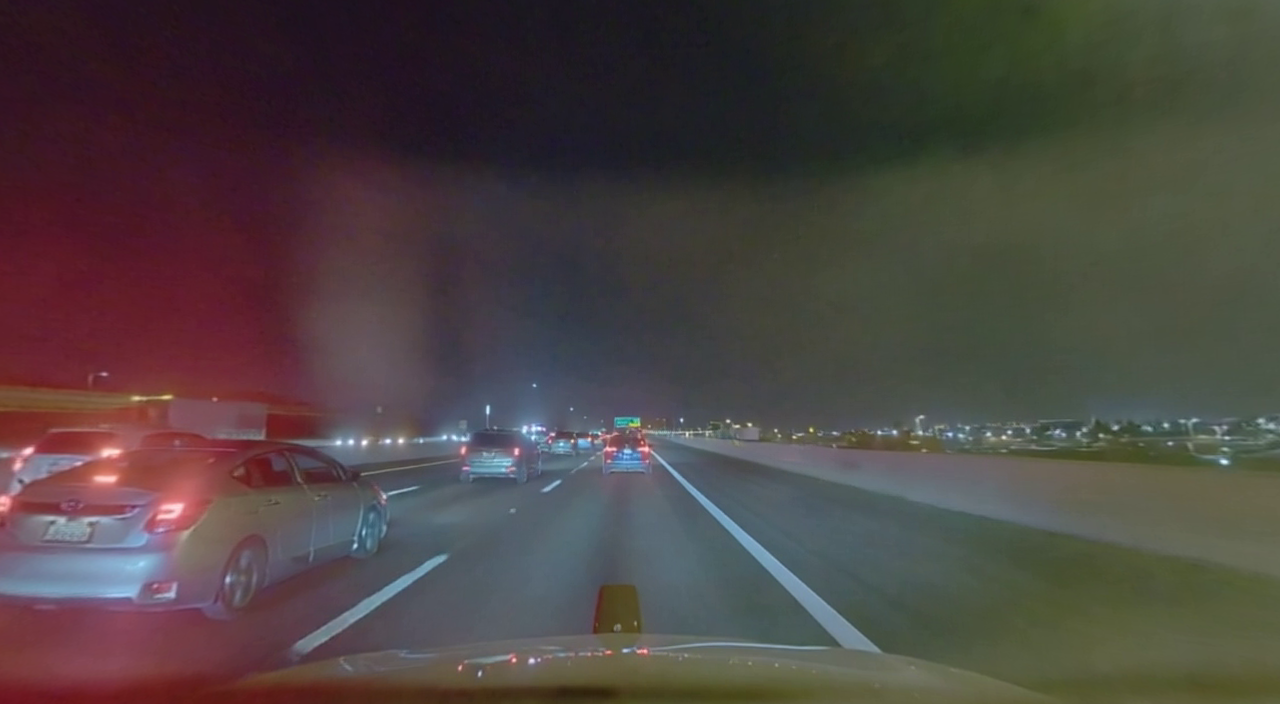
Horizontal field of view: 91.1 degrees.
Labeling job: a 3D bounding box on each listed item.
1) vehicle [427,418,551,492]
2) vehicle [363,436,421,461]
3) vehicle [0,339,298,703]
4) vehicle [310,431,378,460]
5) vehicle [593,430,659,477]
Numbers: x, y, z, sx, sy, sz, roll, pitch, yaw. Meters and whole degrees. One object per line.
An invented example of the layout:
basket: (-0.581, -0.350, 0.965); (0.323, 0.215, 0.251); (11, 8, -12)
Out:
vehicle: (-3.859, 2.722, 17.025); (2.154, 1.690, 4.595); (0, -8, 1)
vehicle: (-15.431, 6.008, 39.369); (1.892, 1.467, 4.376); (0, -8, -1)
vehicle: (-3.799, 0.825, 2.835); (2.107, 1.703, 4.274); (0, -8, 0)
vehicle: (-19.648, 6.202, 41.998); (2.196, 1.833, 4.749); (0, -8, 0)
vehicle: (-0.470, 3.431, 21.538); (2.070, 1.452, 3.834); (0, -8, -1)
